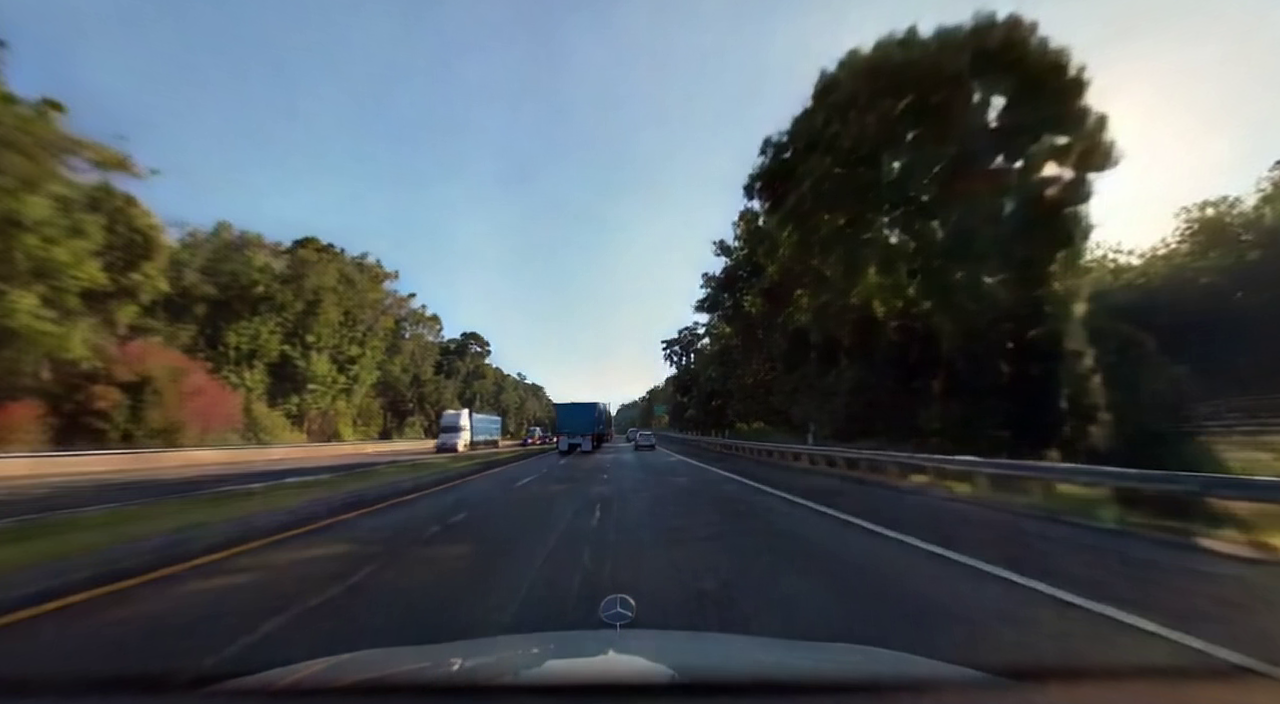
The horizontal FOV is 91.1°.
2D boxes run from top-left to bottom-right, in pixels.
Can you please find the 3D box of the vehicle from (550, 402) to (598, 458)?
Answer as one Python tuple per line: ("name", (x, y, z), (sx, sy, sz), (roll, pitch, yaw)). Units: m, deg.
("vehicle", (-3.904, 4.839, 38.663), (2.450, 3.098, 6.965), (0, -8, -2))
